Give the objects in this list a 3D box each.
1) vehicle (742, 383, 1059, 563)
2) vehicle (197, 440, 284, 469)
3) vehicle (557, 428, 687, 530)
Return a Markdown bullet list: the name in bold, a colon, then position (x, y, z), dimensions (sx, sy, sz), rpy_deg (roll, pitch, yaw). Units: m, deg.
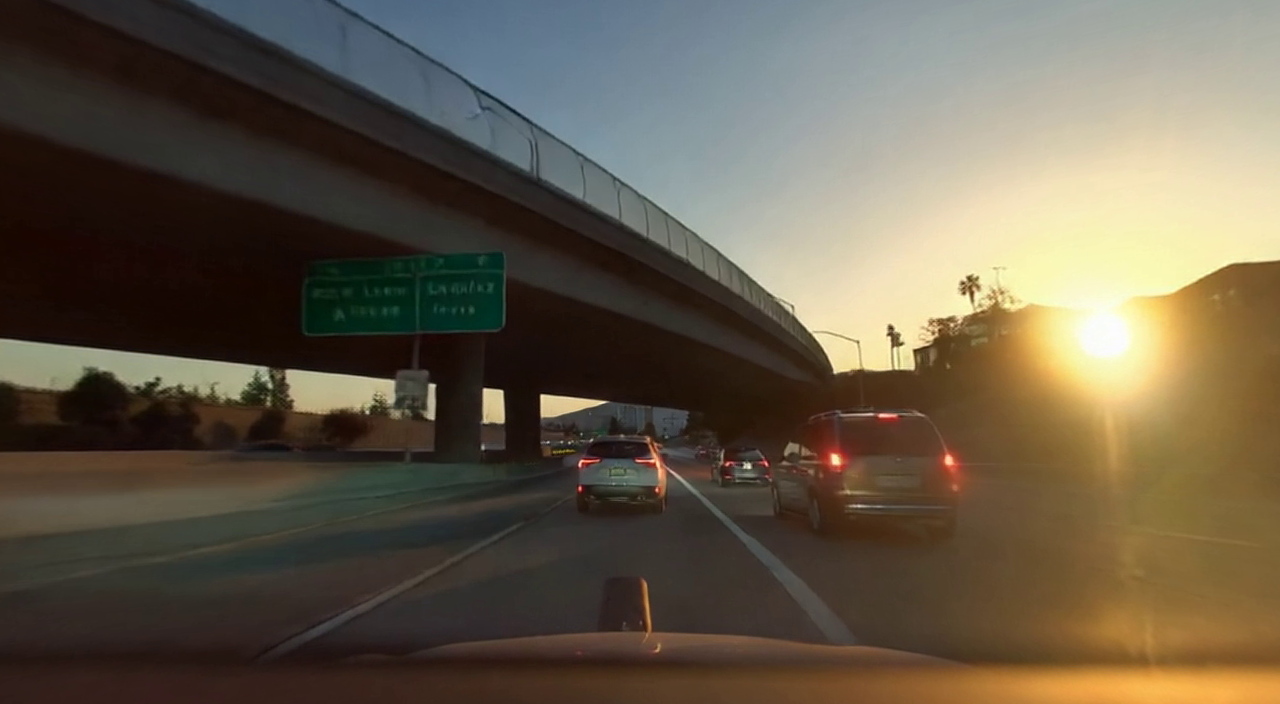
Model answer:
- **vehicle**: position (3.475, 1.827, 10.222), dimensions (2.732, 2.065, 5.826), rpy_deg (0, -9, 1)
- **vehicle**: position (-22.822, 5.846, 36.074), dimensions (1.940, 1.537, 4.508), rpy_deg (0, -9, 2)
- **vehicle**: position (-0.240, 2.369, 12.304), dimensions (2.099, 1.640, 4.134), rpy_deg (0, -9, 2)
